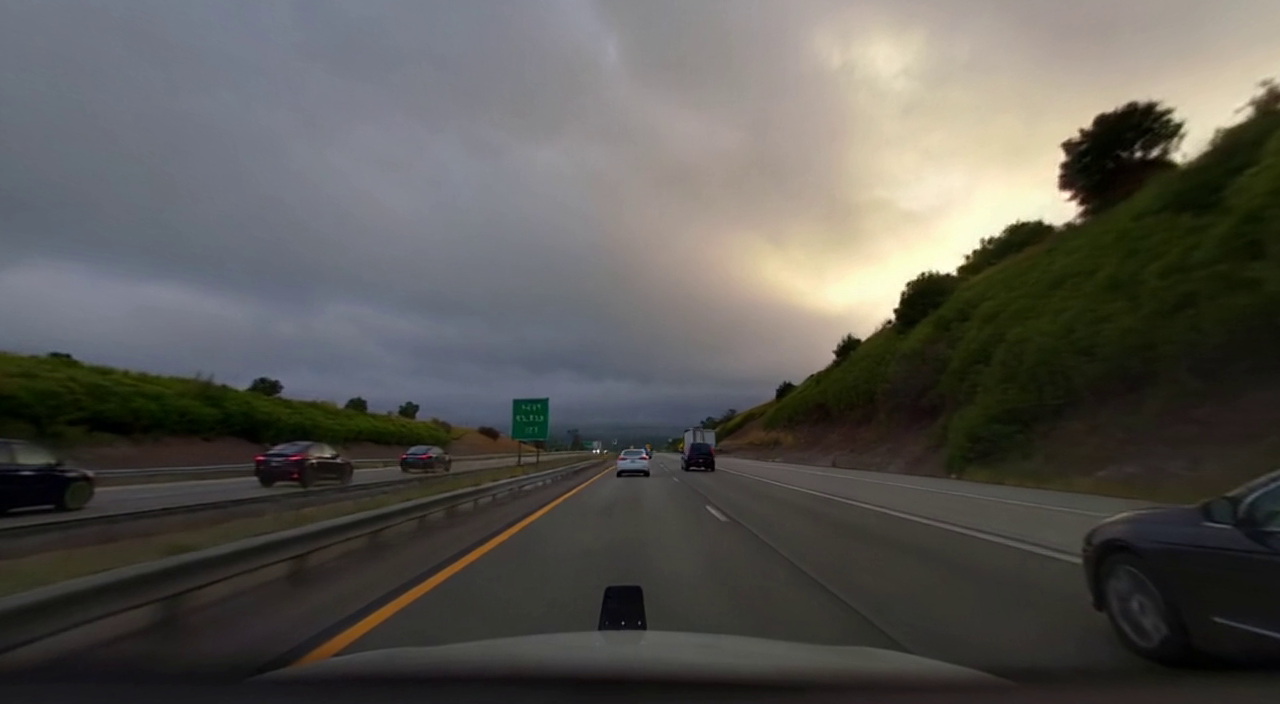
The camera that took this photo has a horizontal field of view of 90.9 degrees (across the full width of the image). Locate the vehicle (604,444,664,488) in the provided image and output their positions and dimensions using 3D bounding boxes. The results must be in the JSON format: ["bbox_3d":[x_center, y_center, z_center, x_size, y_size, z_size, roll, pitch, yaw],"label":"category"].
[{"bbox_3d":[-0.209,4.052,22.638,1.970,1.441,3.846,0,-9,0],"label":"vehicle"}]

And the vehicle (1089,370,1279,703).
[{"bbox_3d":[3.086,0.586,0.495,1.997,1.534,4.664,0,-9,0],"label":"vehicle"}]

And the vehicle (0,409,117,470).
[{"bbox_3d":[-36.565,4.783,34.072,2.886,3.282,16.757,-2,-7,-2],"label":"vehicle"}]

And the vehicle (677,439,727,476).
[{"bbox_3d":[3.074,5.359,32.088,2.048,1.704,4.284,0,-9,-1],"label":"vehicle"}]
